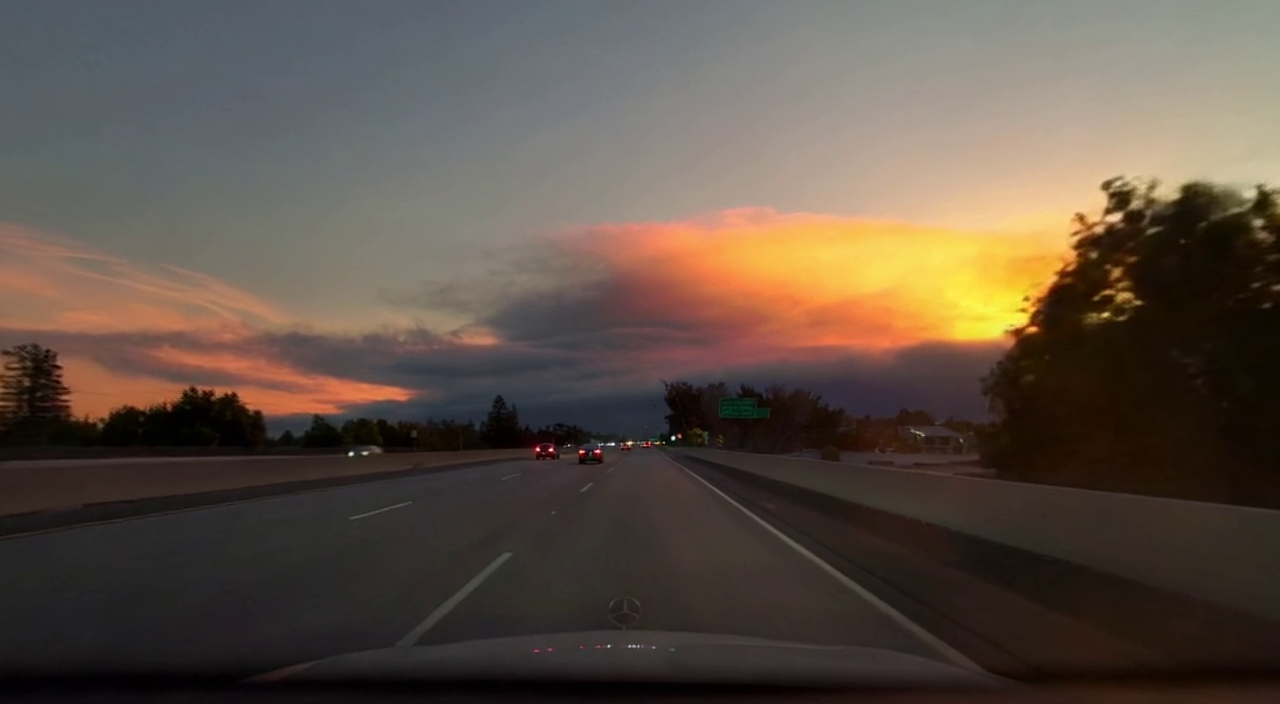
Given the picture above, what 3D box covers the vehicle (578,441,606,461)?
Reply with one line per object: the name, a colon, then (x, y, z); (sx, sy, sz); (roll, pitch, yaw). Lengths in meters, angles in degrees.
vehicle: (-3.568, 7.470, 47.724); (1.786, 1.488, 4.023); (0, -8, 0)
